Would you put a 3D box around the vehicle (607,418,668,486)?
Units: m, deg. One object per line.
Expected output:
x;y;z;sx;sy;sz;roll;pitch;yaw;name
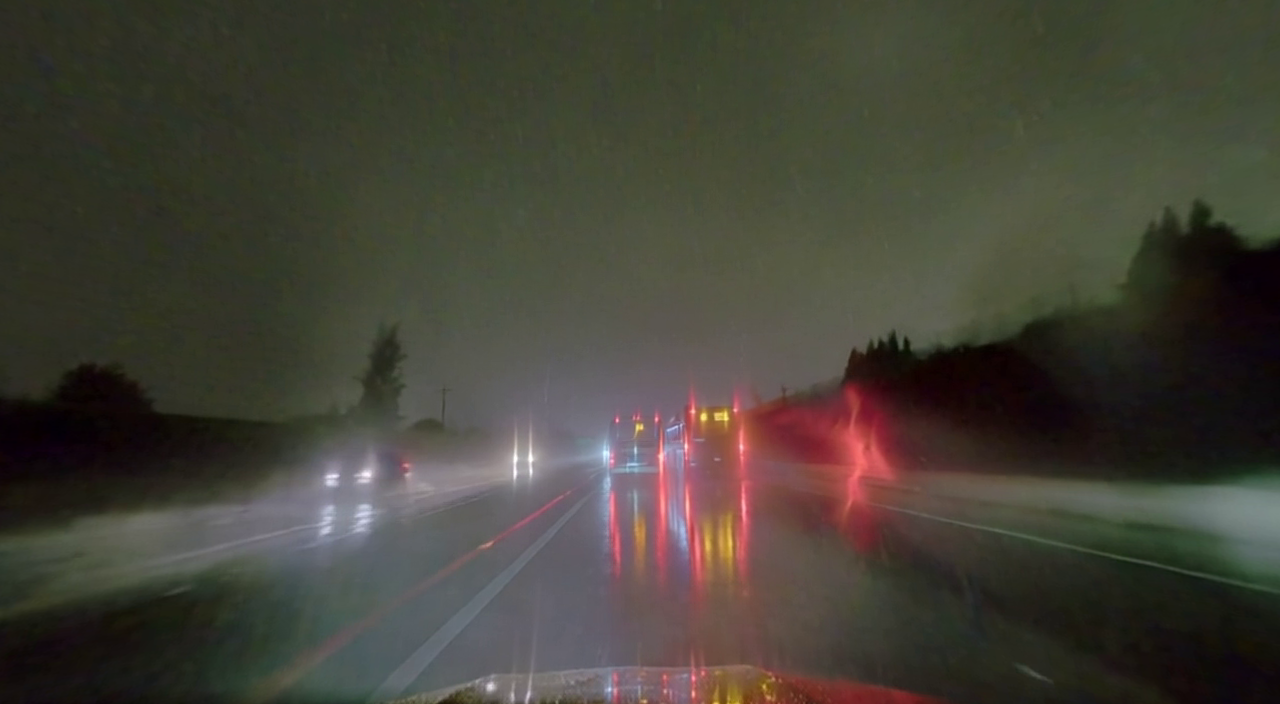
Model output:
-0.147;4.428;27.825;2.414;2.675;5.574;0;-9;-1;vehicle

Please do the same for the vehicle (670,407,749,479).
3.862;5.638;38.532;3.074;3.668;12.805;0;-9;-1;vehicle

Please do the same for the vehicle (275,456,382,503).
-11.785;4.829;24.088;1.900;1.541;4.333;0;-9;-1;vehicle
